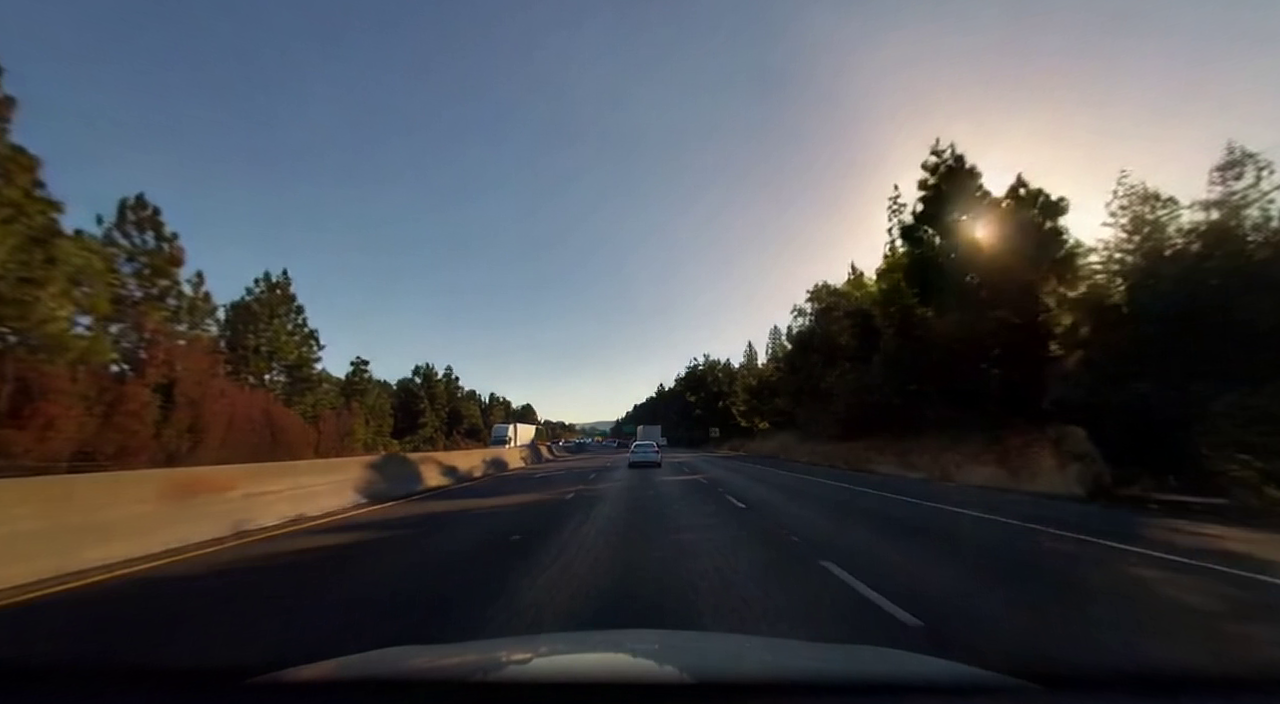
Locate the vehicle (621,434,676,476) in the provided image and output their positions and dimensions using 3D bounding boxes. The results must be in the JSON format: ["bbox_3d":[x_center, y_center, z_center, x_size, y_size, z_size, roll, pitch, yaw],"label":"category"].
[{"bbox_3d":[0.449,4.302,26.559,2.139,1.607,4.034,-1,-8,3],"label":"vehicle"}]
